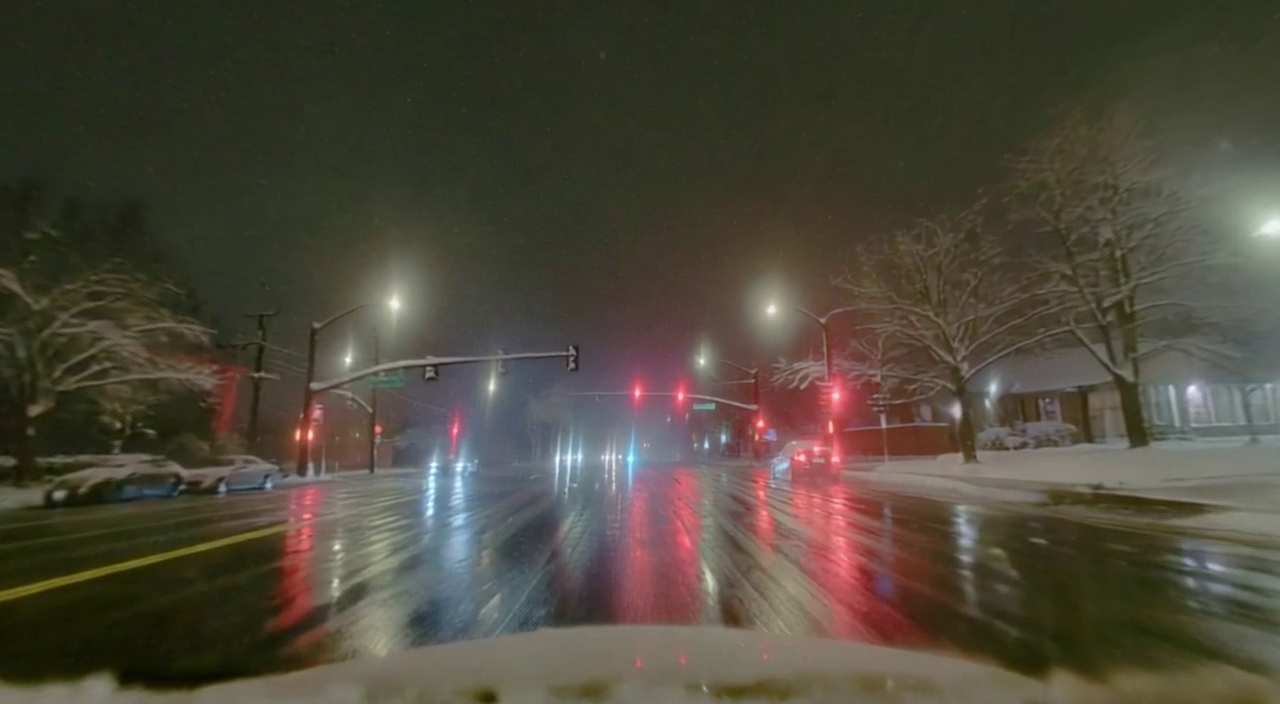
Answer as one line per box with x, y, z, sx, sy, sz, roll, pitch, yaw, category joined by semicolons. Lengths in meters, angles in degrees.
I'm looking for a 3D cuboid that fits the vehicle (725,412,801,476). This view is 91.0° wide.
6.732;5.206;35.689;2.802;3.208;7.459;0;-9;0;vehicle

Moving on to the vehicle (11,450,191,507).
-18.334;4.266;21.796;2.097;1.733;4.527;0;-9;2;vehicle

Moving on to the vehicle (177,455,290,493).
-18.233;5.445;28.574;1.901;1.513;4.795;0;-9;1;vehicle

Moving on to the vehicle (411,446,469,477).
-11.790;6.473;37.447;2.098;1.704;4.313;0;-9;-1;vehicle
